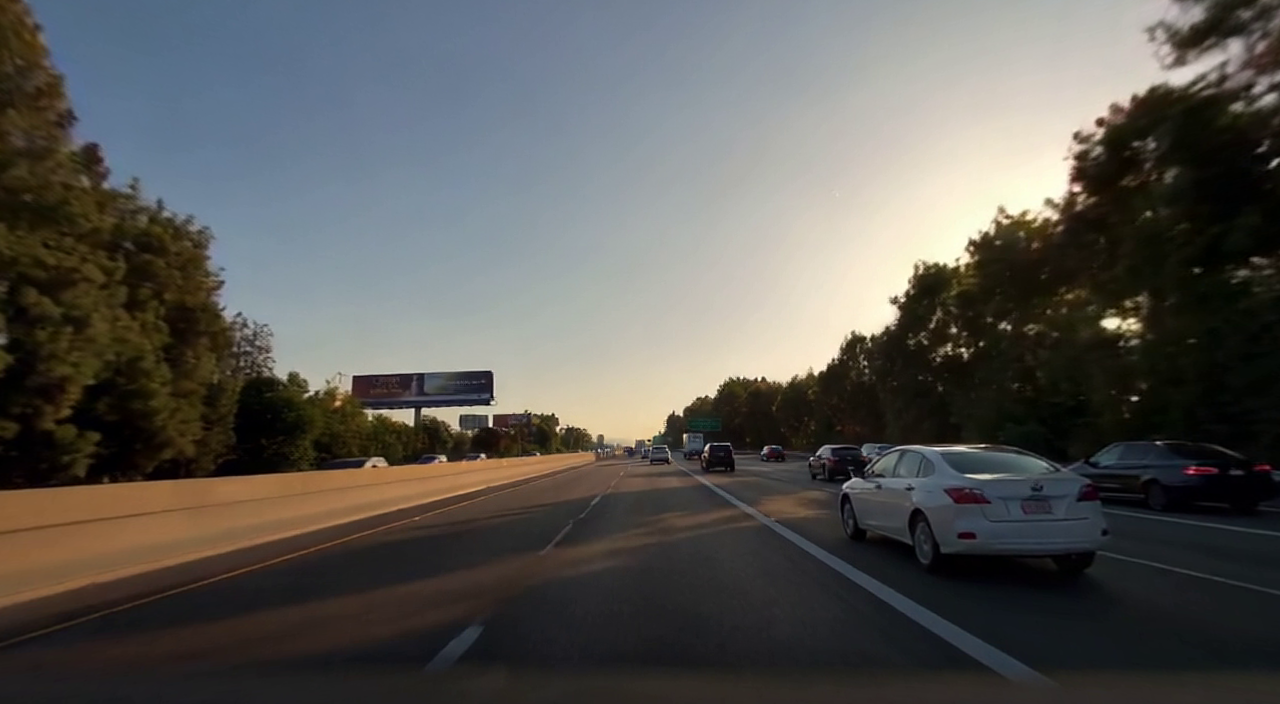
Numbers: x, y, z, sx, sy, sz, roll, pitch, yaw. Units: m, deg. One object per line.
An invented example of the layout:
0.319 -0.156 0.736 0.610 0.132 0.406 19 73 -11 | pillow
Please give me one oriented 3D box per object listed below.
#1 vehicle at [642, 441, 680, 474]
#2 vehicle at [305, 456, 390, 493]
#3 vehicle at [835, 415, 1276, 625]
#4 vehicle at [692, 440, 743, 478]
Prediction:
1.211 6.272 37.683 2.145 1.832 4.004 0 -8 1 | vehicle
-13.297 5.565 28.992 1.843 1.461 4.292 -1 -8 1 | vehicle
3.925 1.622 7.157 1.989 1.609 4.355 0 -8 0 | vehicle
4.011 5.612 33.436 2.075 1.845 4.667 0 -8 -1 | vehicle
